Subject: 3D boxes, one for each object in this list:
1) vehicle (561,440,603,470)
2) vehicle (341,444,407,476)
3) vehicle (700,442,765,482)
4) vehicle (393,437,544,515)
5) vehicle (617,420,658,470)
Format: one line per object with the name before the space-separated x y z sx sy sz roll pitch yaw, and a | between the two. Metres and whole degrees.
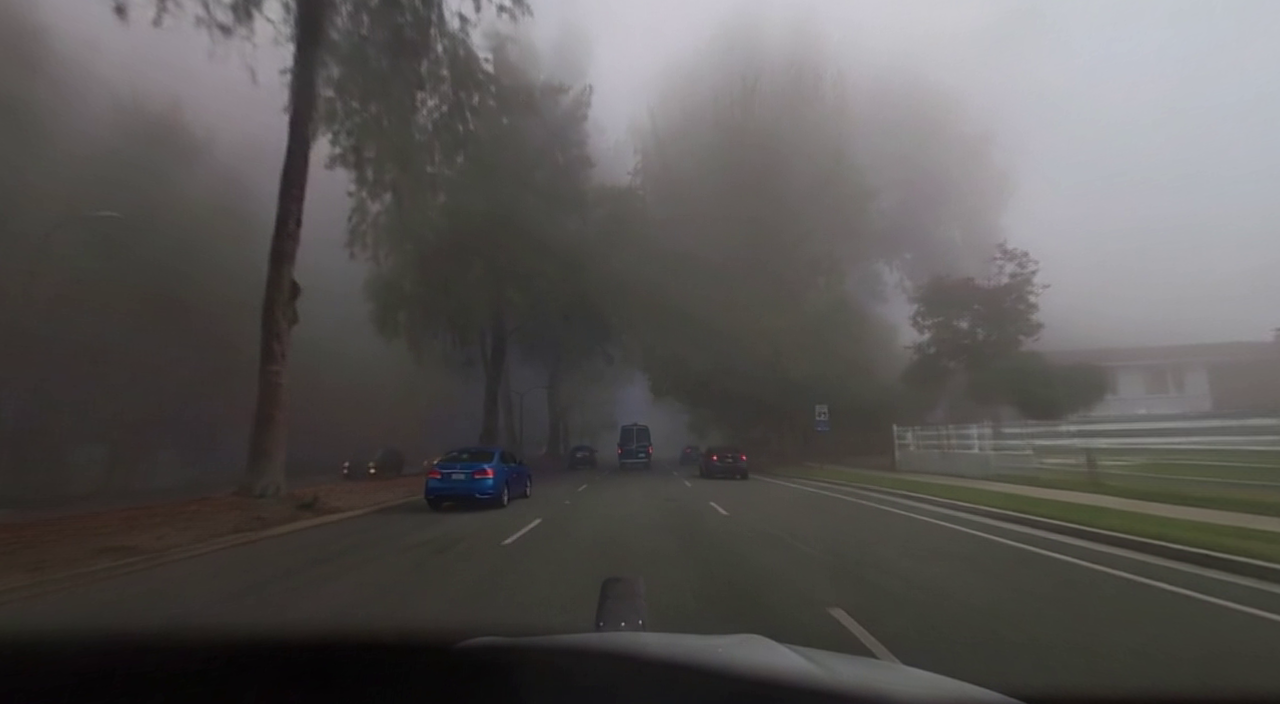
vehicle | -3.383 6.119 37.483 2.021 1.715 4.329 0 -8 1
vehicle | -17.412 7.072 41.404 2.129 1.952 5.079 0 -8 0
vehicle | 3.622 4.390 25.363 1.945 1.469 4.258 0 -8 0
vehicle | -3.630 2.714 14.328 2.036 1.474 4.647 0 -8 1
vehicle | -0.095 5.642 38.109 2.311 2.726 5.814 0 -9 1
